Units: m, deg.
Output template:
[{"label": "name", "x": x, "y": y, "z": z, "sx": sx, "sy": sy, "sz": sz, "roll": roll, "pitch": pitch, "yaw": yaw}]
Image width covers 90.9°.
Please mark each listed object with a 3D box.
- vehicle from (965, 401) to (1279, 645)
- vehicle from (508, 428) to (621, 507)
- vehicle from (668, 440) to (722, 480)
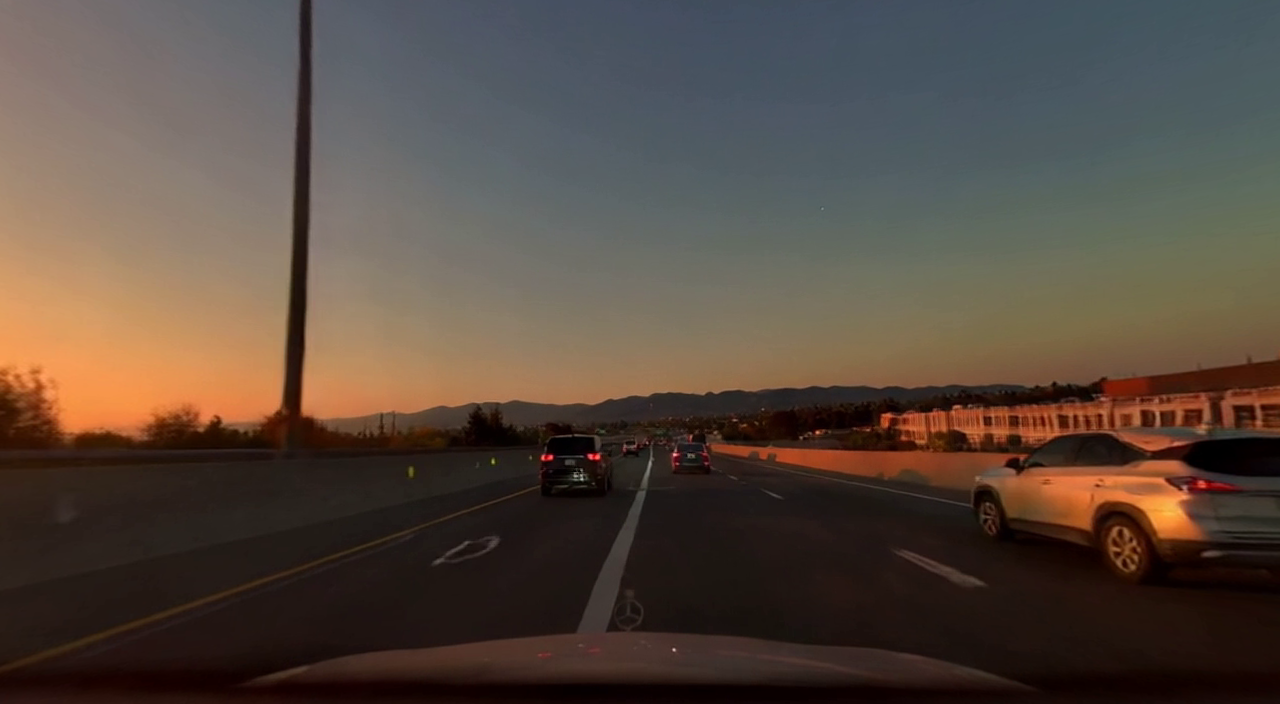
[{"label": "vehicle", "x": 5.273, "y": 1.390, "z": 5.951, "sx": 2.027, "sy": 1.588, "sz": 4.611, "roll": -1, "pitch": -8, "yaw": 2}, {"label": "vehicle", "x": -1.793, "y": 2.972, "z": 16.710, "sx": 2.239, "sy": 1.761, "sz": 4.620, "roll": -1, "pitch": -8, "yaw": 2}, {"label": "vehicle", "x": 2.232, "y": 4.511, "z": 26.663, "sx": 2.000, "sy": 1.558, "sz": 3.945, "roll": 0, "pitch": -8, "yaw": 1}]
